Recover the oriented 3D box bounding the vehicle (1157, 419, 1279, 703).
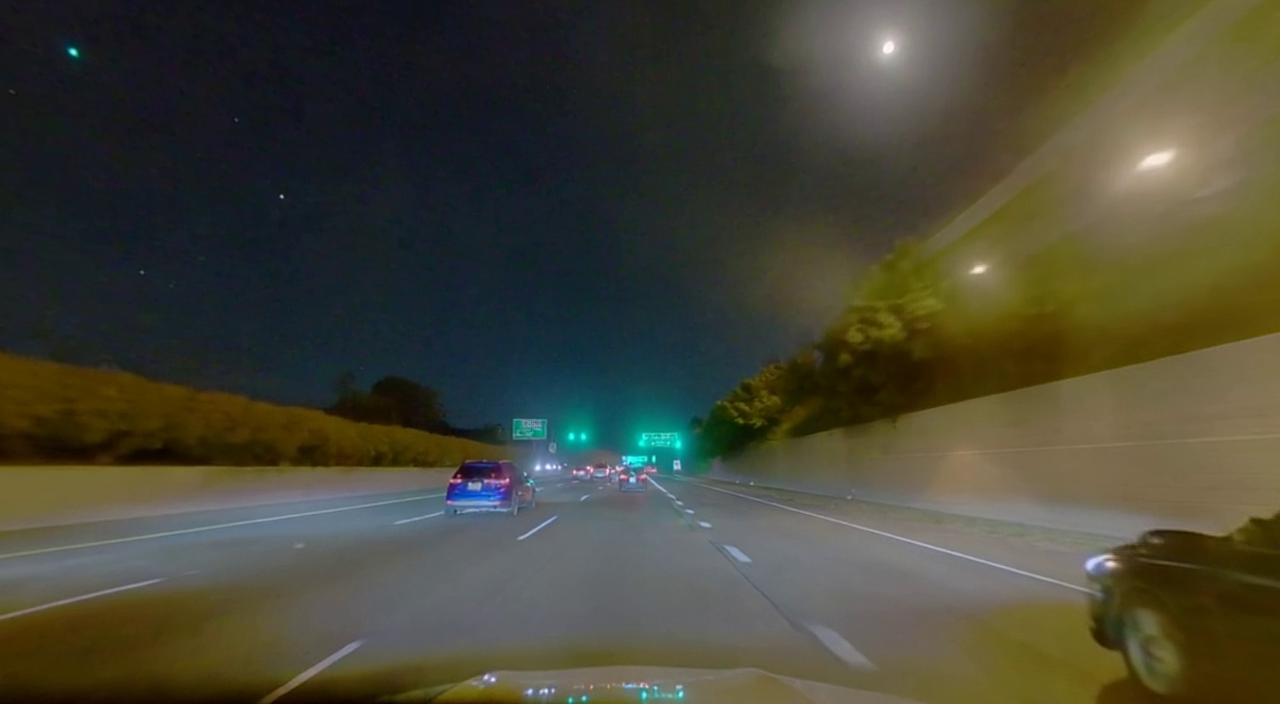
[{"bbox_3d":[3.829,0.832,1.336,1.992,1.557,4.017,1,-11,0],"label":"vehicle"}]

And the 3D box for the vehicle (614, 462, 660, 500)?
[{"bbox_3d":[-0.140,6.014,29.595,1.992,1.601,3.762,1,-11,0],"label":"vehicle"}]

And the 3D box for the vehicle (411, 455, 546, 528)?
[{"bbox_3d":[-3.852,3.463,16.011,2.102,1.521,4.687,1,-11,1],"label":"vehicle"}]
